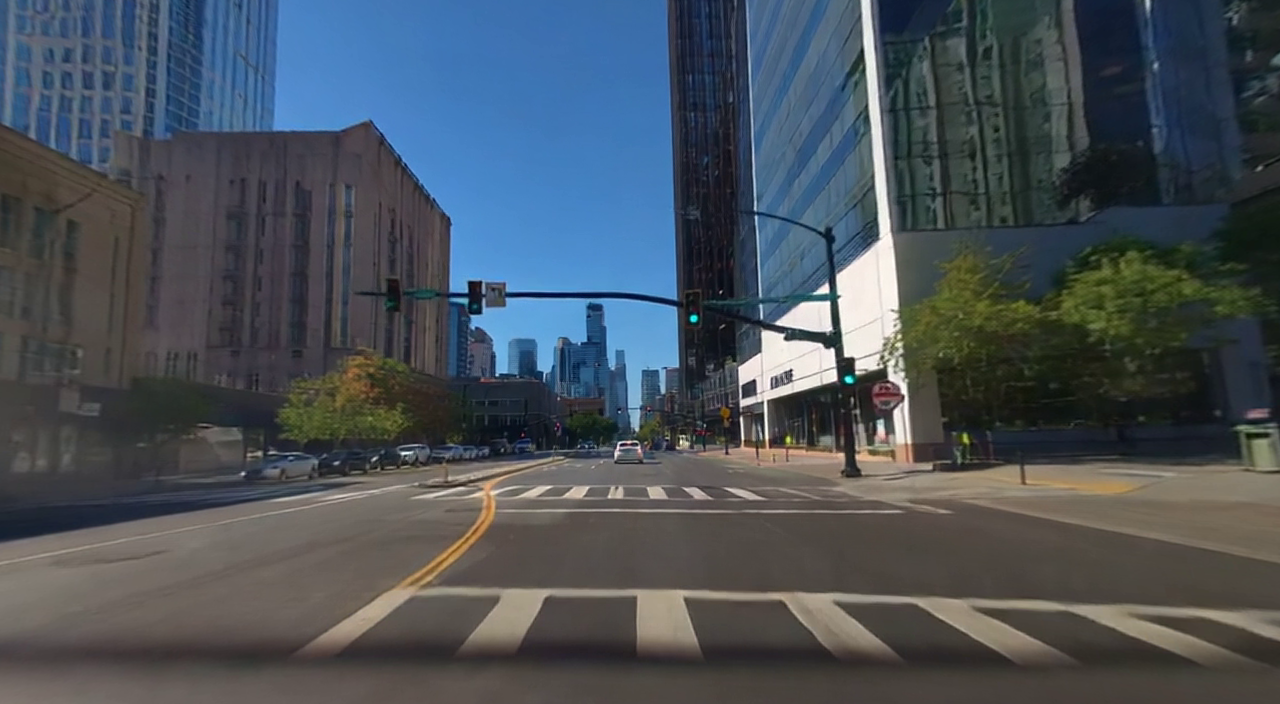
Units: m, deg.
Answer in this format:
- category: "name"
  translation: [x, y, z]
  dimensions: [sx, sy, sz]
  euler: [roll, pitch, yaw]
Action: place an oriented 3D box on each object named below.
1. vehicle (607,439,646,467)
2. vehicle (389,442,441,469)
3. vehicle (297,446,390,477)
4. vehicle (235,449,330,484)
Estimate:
- category: "vehicle"
  translation: [-0.743, 5.659, 35.549]
  dimensions: [2.045, 1.510, 3.690]
  euler: [0, -8, -1]
- category: "vehicle"
  translation: [-15.972, 7.366, 45.087]
  dimensions: [1.981, 1.755, 4.113]
  euler: [0, -9, 3]
- category: "vehicle"
  translation: [-15.781, 5.820, 33.986]
  dimensions: [2.098, 1.524, 5.102]
  euler: [-1, -8, 6]
- category: "vehicle"
  translation: [-15.980, 5.117, 28.533]
  dimensions: [1.792, 1.413, 4.452]
  euler: [0, -8, -2]
